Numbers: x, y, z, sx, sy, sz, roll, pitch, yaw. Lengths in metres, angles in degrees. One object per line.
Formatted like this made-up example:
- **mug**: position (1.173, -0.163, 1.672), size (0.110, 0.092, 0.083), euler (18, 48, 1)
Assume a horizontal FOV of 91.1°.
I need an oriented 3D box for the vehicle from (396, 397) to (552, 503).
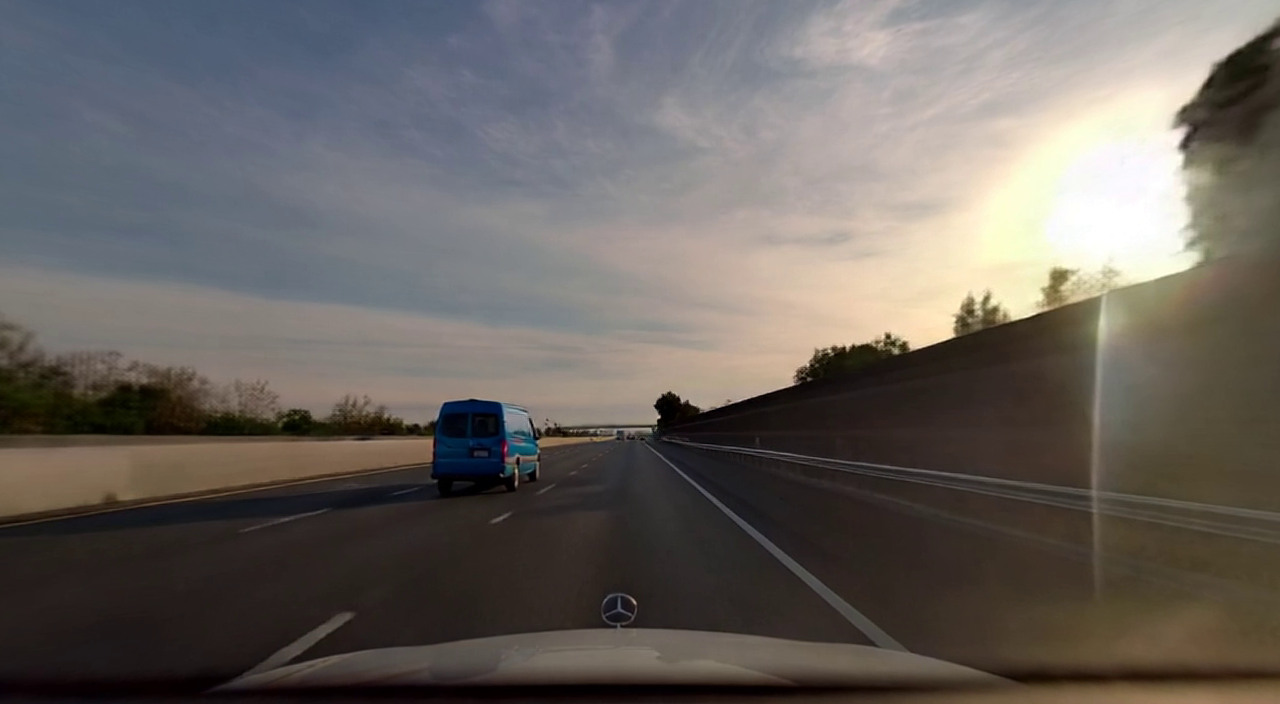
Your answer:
- **vehicle**: position (-3.575, 2.229, 14.704), size (2.309, 2.053, 4.884), euler (0, -8, 0)
